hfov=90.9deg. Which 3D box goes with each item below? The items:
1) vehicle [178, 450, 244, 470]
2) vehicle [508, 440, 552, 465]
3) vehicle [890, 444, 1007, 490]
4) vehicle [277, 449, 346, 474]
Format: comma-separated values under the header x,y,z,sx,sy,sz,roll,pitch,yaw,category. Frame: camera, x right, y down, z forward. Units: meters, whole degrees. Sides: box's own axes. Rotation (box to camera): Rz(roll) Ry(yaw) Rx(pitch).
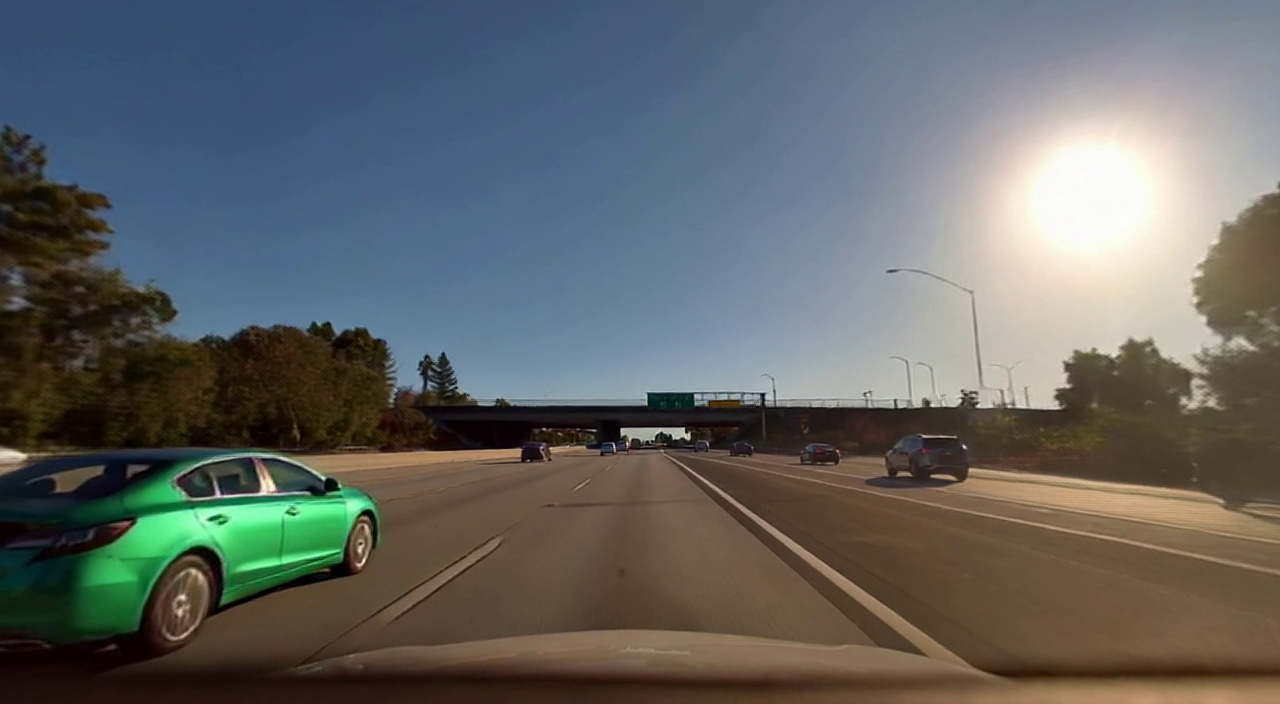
x,y,z,sx,sy,sz,roll,pitch,yaw,category
-33.514,8.416,49.411,1.788,1.453,4.605,0,-8,3,vehicle
-6.997,6.443,40.512,1.987,1.486,4.174,0,-8,2,vehicle
11.256,4.189,23.389,2.000,1.515,4.188,0,-8,-3,vehicle
-20.754,6.905,40.041,1.943,1.467,4.274,0,-8,2,vehicle
